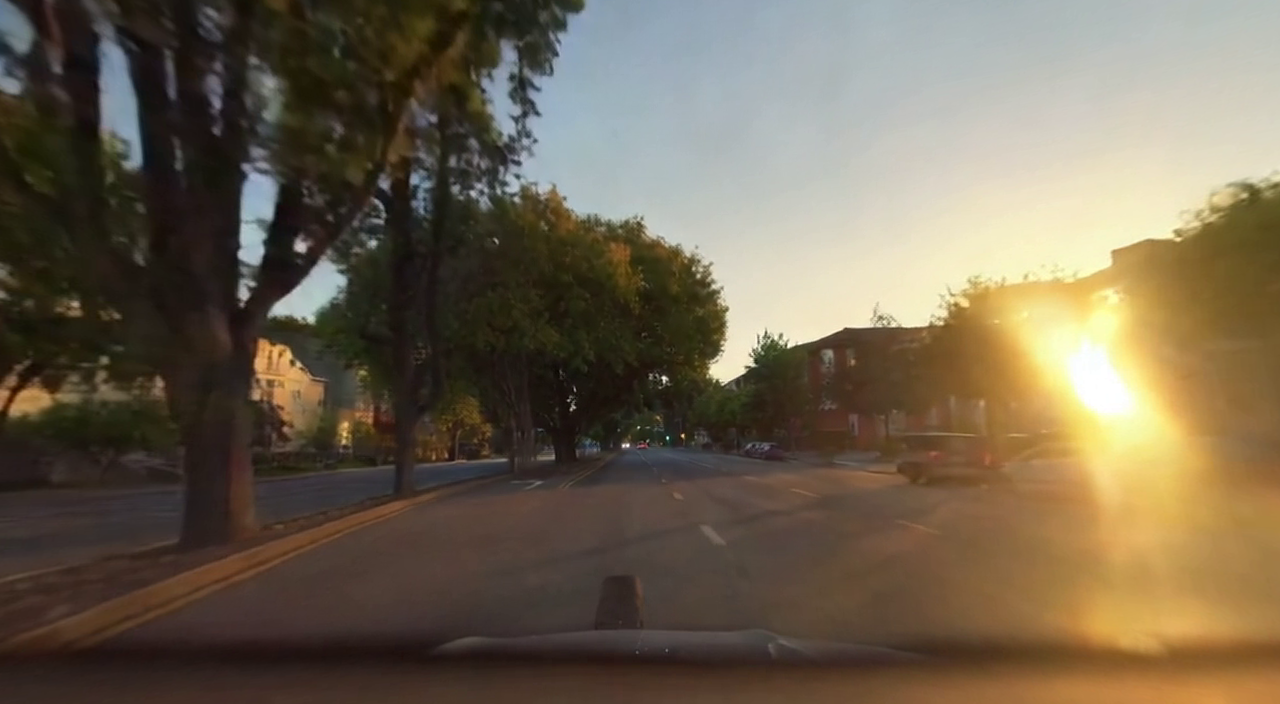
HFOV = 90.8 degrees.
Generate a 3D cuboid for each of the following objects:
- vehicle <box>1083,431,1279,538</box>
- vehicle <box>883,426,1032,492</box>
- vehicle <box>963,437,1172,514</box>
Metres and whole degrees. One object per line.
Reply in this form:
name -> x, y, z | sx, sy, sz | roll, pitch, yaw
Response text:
vehicle -> 10.281, 2.206, 11.017 | 1.931, 1.565, 4.043 | 0, -9, -4
vehicle -> 9.945, 3.397, 20.366 | 2.092, 1.848, 4.879 | 0, -9, -2
vehicle -> 9.985, 2.907, 15.302 | 1.780, 1.491, 4.433 | -2, -9, -2
